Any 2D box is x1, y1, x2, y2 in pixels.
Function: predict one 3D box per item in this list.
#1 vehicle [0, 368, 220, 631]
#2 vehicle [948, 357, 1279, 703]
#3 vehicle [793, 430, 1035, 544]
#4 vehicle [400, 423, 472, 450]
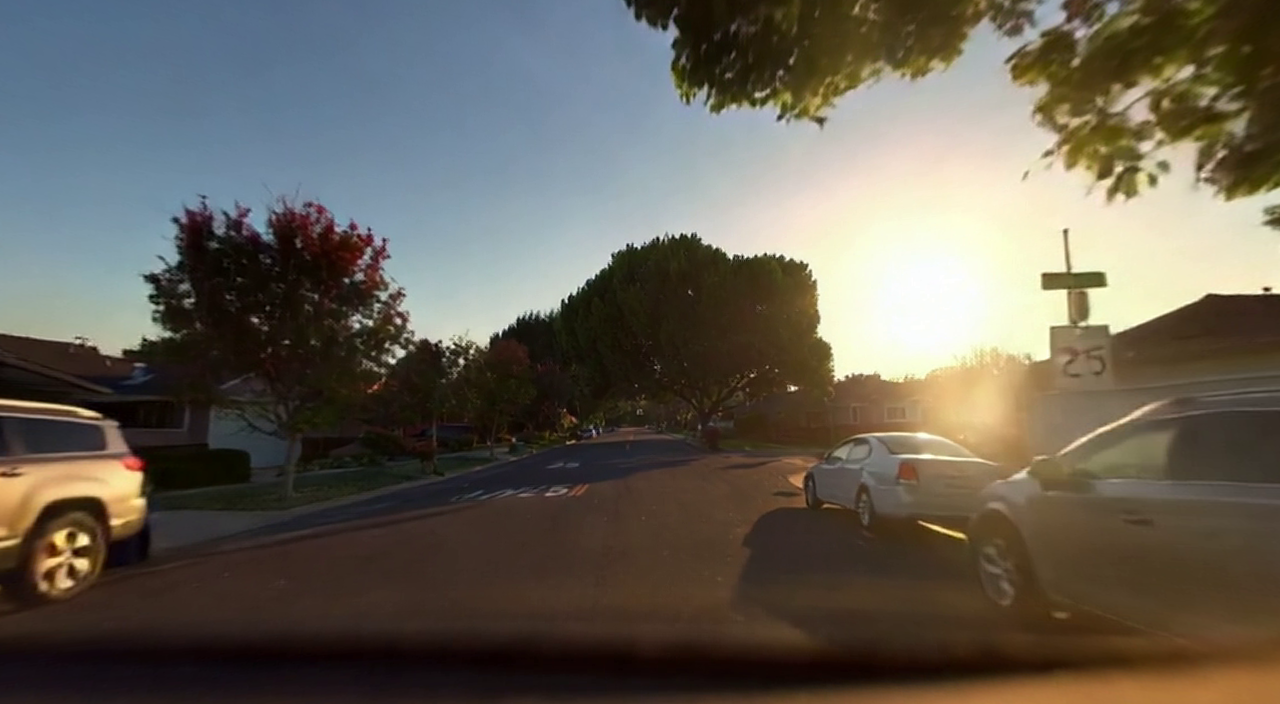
[{"bbox_3d":[-5.932,1.062,4.299,2.322,1.949,5.695,-1,-8,-1],"label":"vehicle"},{"bbox_3d":[3.789,0.965,3.303,2.033,1.730,4.554,0,-8,0],"label":"vehicle"},{"bbox_3d":[4.063,2.032,10.394,1.952,1.442,4.529,0,-7,0],"label":"vehicle"},{"bbox_3d":[-13.023,5.428,40.552,3.921,1.629,1.832,0,-9,3],"label":"vehicle"}]
